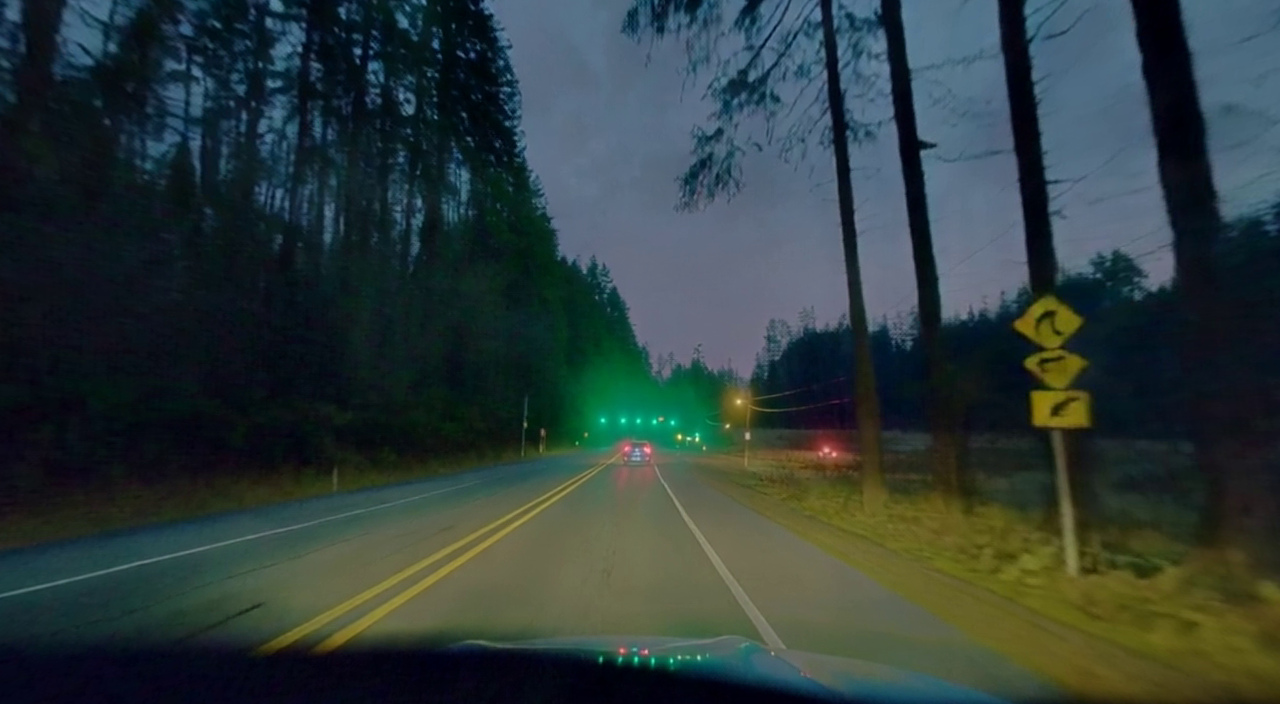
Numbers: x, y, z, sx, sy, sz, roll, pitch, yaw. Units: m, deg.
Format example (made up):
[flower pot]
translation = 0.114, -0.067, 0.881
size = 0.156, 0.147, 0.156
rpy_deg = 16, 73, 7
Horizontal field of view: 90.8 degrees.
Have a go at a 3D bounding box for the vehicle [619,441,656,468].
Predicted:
[vehicle]
translation = -0.169, 6.013, 37.132
size = 2.042, 1.489, 3.963
rpy_deg = 0, -9, 0
